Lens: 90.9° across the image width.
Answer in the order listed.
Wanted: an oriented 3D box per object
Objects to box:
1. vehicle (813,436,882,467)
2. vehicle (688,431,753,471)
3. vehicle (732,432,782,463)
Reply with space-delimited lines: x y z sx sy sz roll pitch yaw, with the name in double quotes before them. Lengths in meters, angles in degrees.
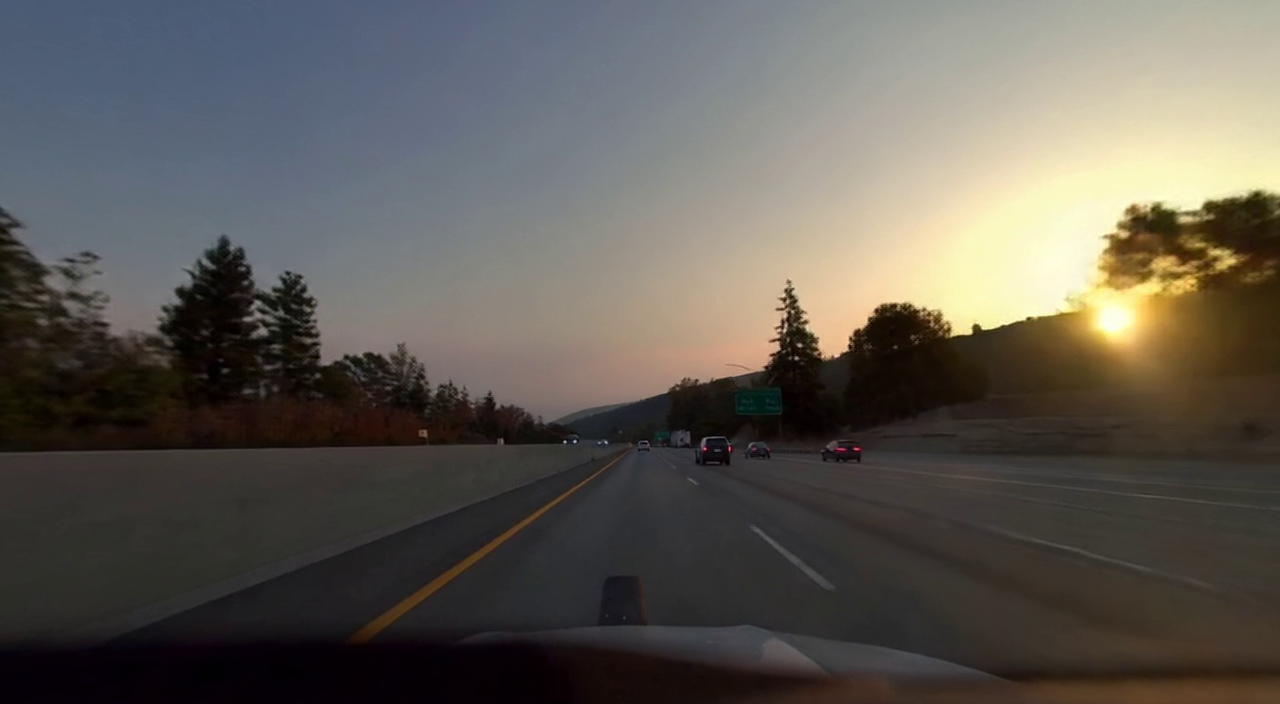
"vehicle" 10.481 5.055 32.180 1.970 1.479 4.480 0 -8 0
"vehicle" 3.554 4.475 28.629 2.326 1.644 4.206 0 -8 -1
"vehicle" 7.158 5.895 38.935 2.178 1.749 4.570 0 -8 0
